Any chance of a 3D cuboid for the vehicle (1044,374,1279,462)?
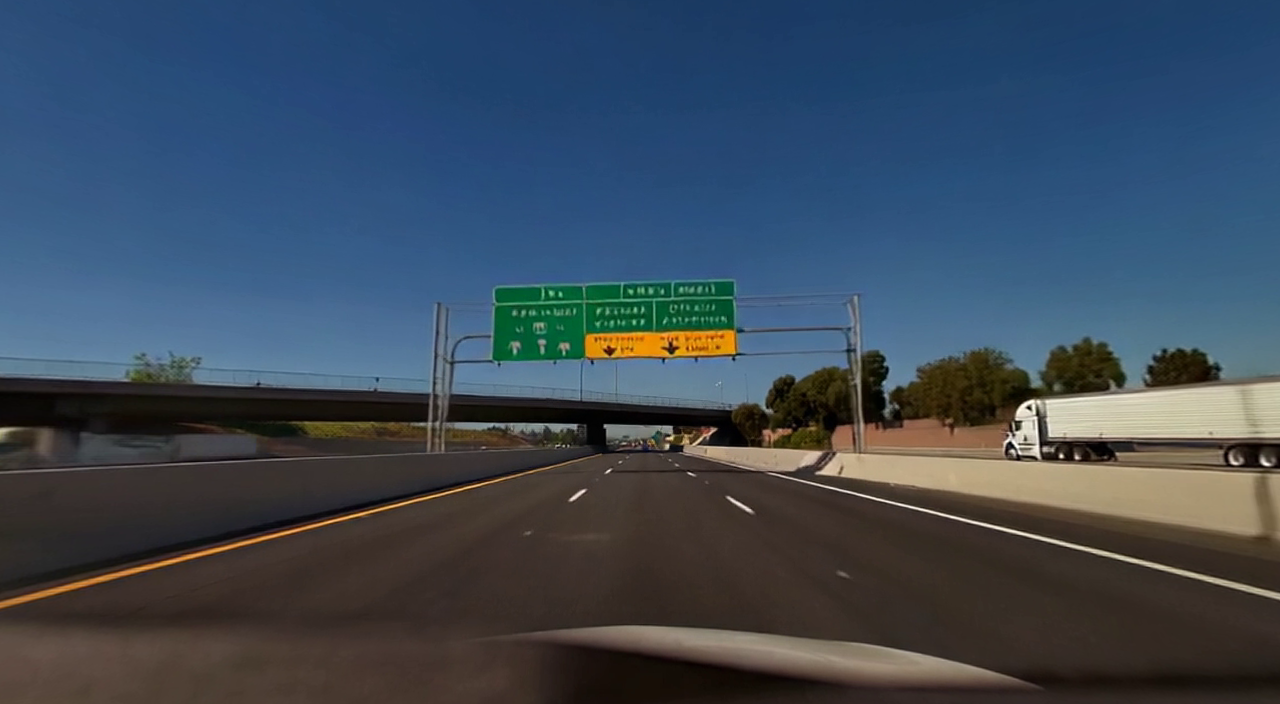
[{"bbox_3d":[29.273,3.512,32.249,2.836,4.027,14.280,6,-10,-33],"label":"vehicle"}]
